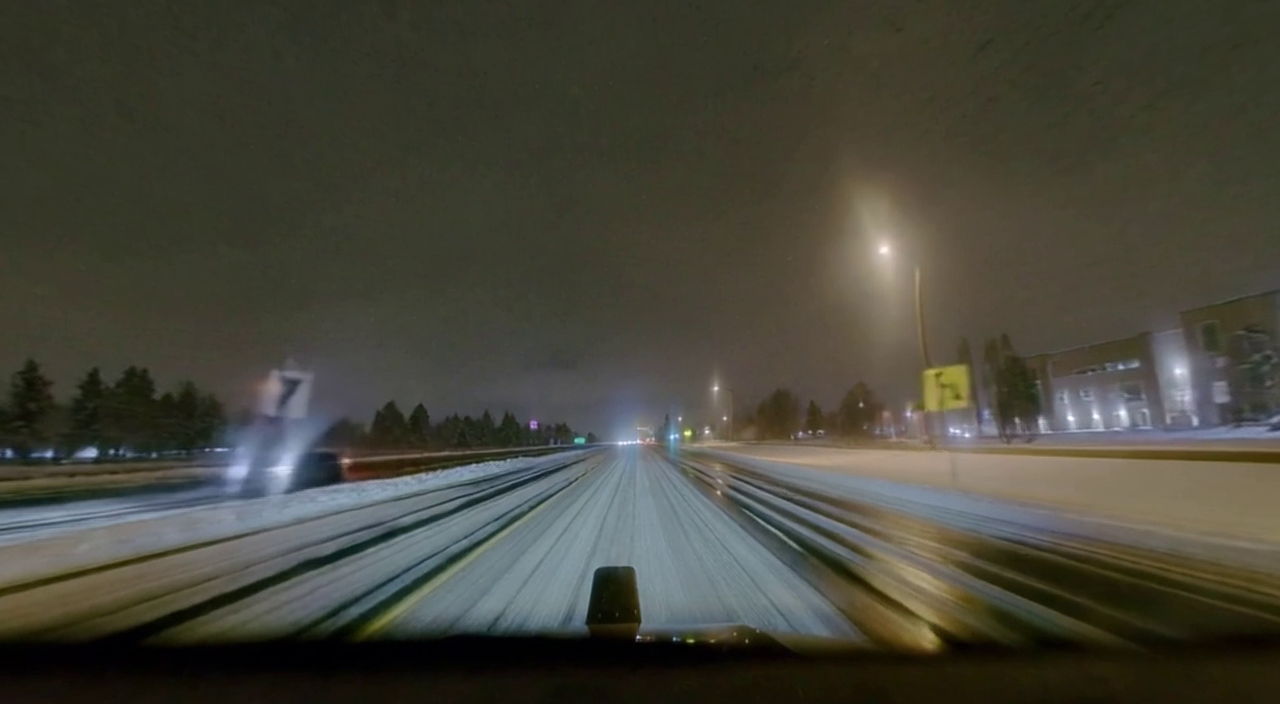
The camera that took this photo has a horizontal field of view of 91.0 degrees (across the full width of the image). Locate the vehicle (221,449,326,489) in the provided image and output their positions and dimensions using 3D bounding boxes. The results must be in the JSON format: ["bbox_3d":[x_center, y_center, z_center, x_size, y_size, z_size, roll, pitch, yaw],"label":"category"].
[{"bbox_3d":[-15.132,4.813,26.254,1.786,1.475,4.117,-1,-8,2],"label":"vehicle"}]
